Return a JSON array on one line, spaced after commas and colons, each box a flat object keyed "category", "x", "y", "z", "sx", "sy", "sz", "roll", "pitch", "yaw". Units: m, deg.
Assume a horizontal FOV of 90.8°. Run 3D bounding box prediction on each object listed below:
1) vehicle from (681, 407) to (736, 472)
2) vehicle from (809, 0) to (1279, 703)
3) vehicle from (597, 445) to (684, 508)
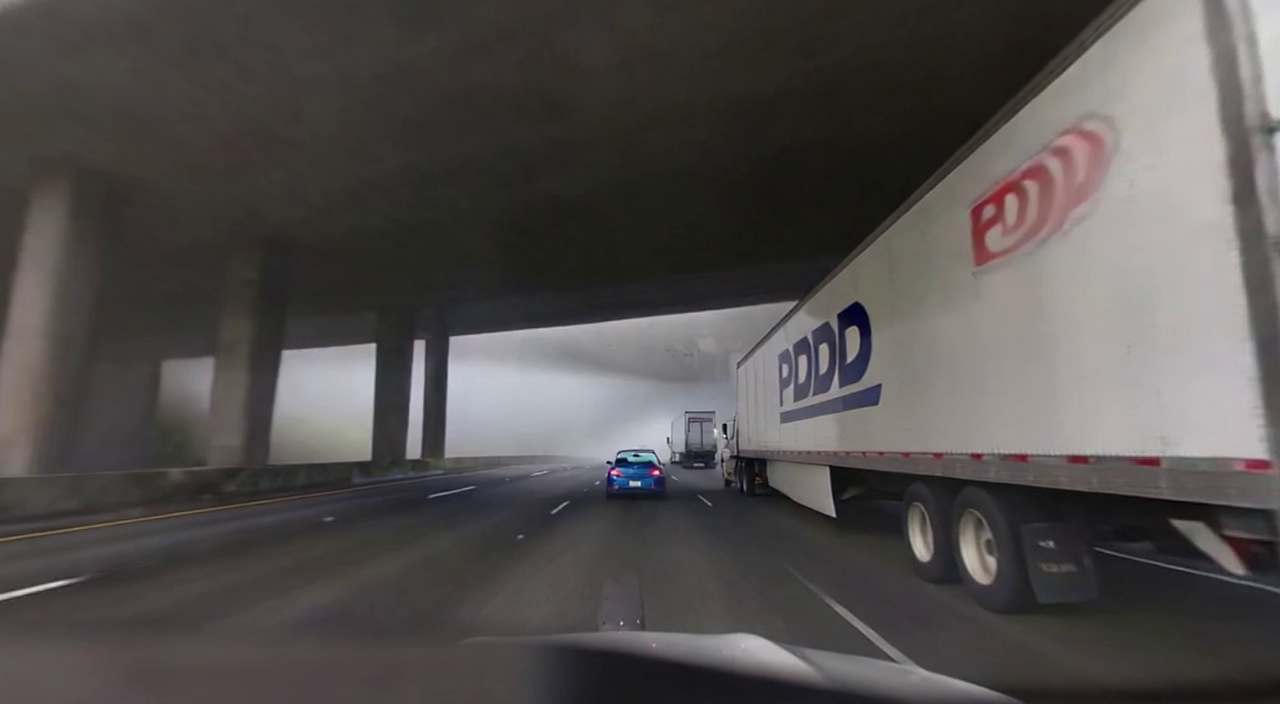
[{"category": "vehicle", "x": 4.548, "y": 6.145, "z": 43.982, "sx": 2.801, "sy": 4.039, "sz": 8.684, "roll": 0, "pitch": -9, "yaw": 0}, {"category": "vehicle", "x": 4.161, "y": 0.268, "z": 5.847, "sx": 2.802, "sy": 3.956, "sz": 8.291, "roll": 0, "pitch": -9, "yaw": 0}, {"category": "vehicle", "x": 0.006, "y": 3.190, "z": 16.590, "sx": 2.029, "sy": 1.437, "sz": 3.794, "roll": 0, "pitch": -9, "yaw": 0}]
